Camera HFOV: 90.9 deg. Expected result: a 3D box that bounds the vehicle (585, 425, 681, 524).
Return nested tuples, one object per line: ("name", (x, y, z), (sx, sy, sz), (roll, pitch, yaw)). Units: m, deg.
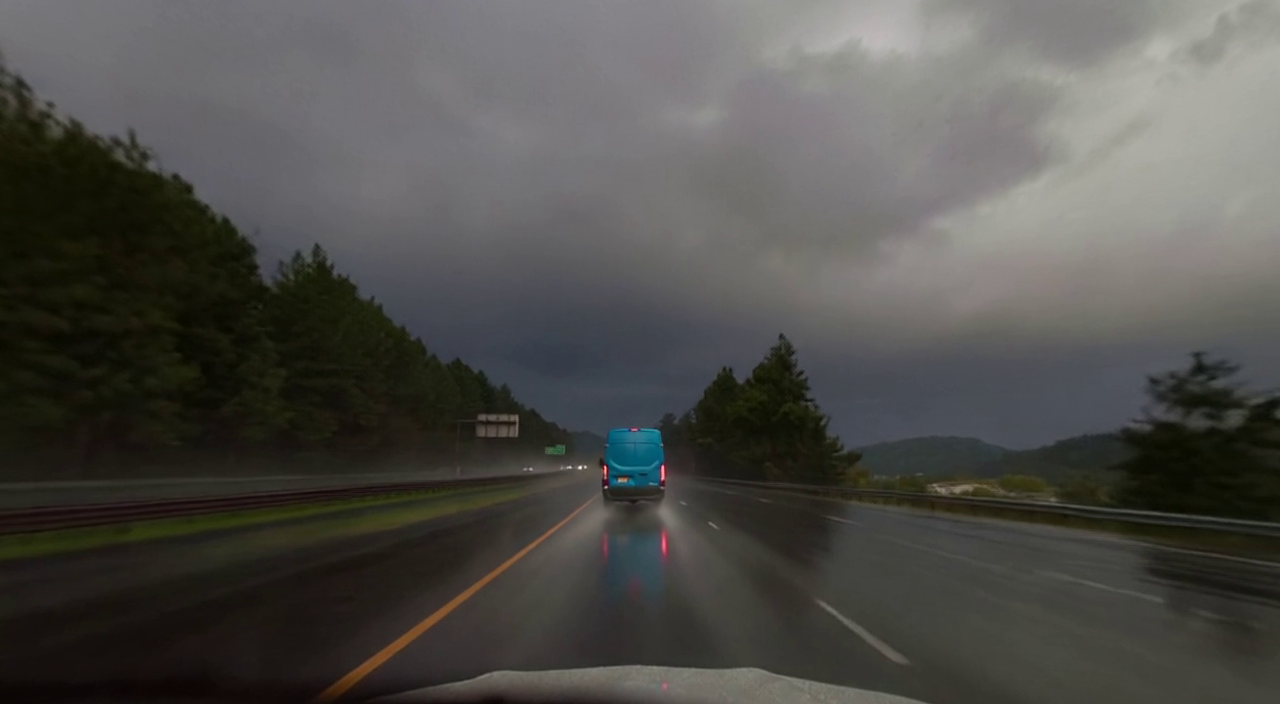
("vehicle", (-0.282, 3.621, 18.864), (2.375, 2.432, 6.161), (1, -10, -2))
